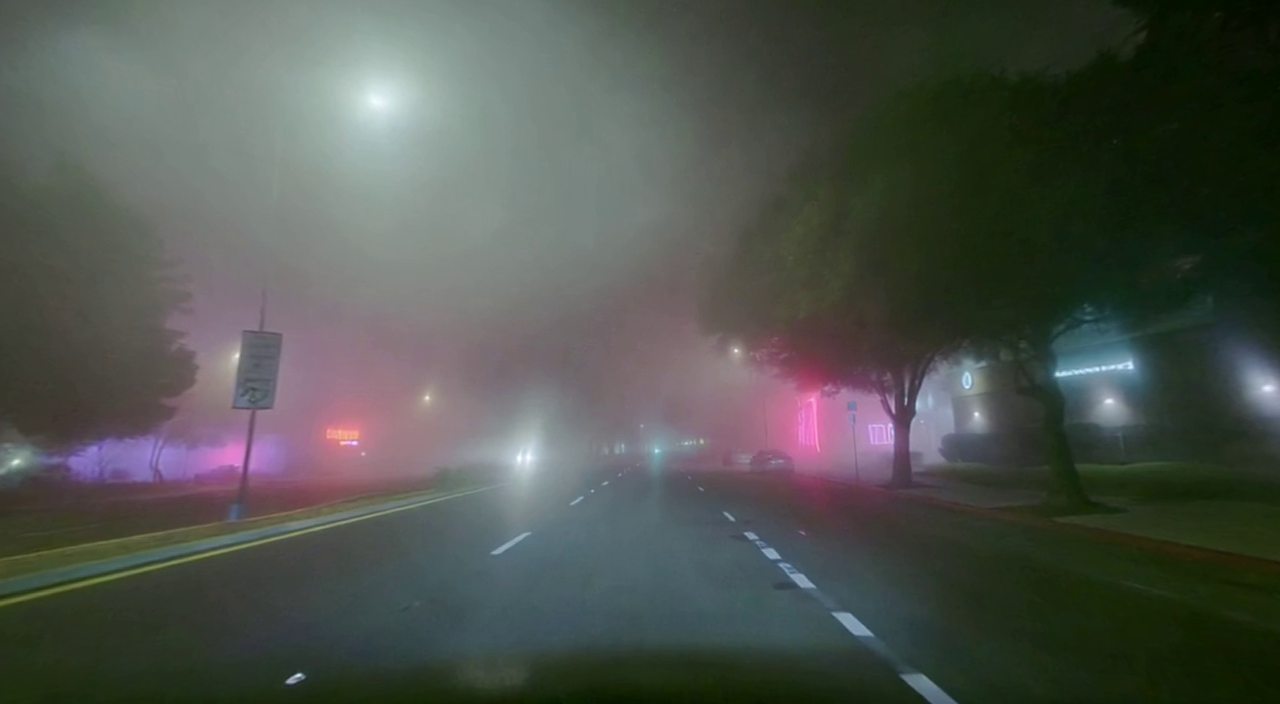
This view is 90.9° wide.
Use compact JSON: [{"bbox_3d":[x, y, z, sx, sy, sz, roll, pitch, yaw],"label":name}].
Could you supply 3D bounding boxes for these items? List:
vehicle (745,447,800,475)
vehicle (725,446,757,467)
[{"bbox_3d":[7.591,6.247,36.560,2.119,1.458,4.965,1,-9,0],"label":"vehicle"},{"bbox_3d":[7.931,8.255,50.000,1.923,1.498,4.676,0,-9,2],"label":"vehicle"}]
